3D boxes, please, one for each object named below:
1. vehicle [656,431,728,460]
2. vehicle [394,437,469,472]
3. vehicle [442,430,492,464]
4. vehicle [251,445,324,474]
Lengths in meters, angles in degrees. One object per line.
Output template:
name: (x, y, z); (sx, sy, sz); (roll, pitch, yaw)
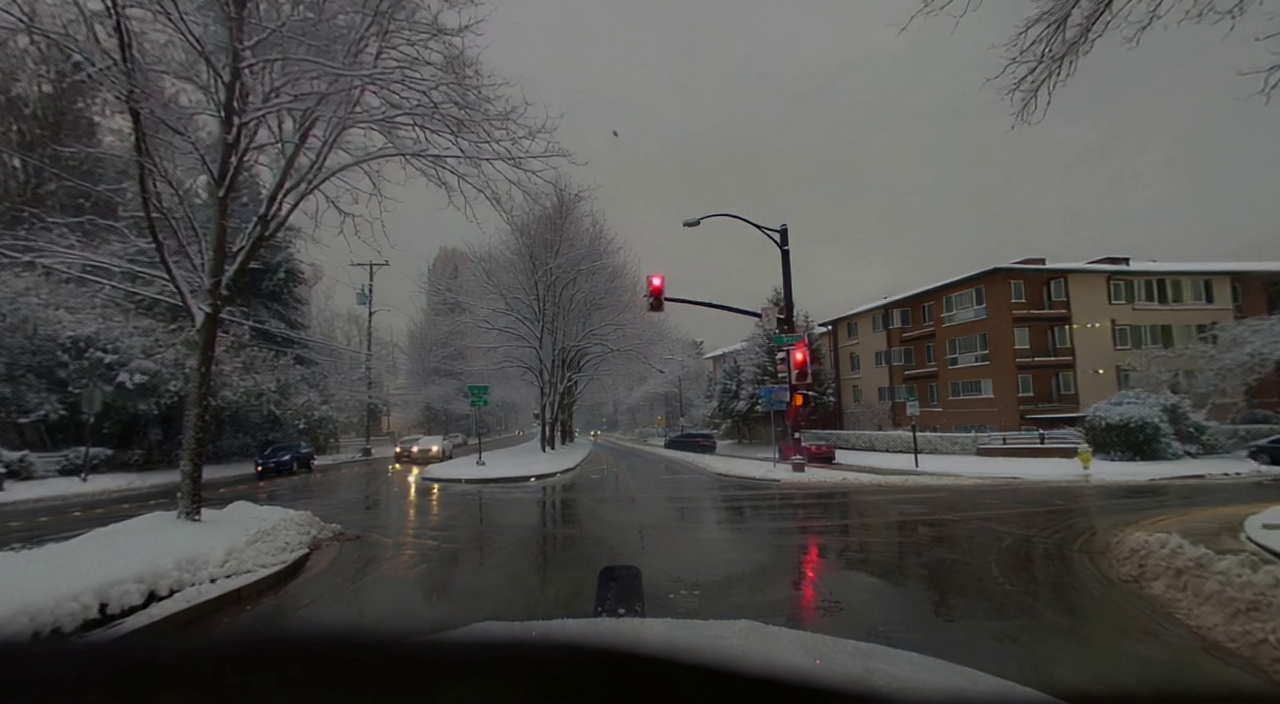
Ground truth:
vehicle: (2.911, 5.449, 36.881); (2.073, 1.571, 4.790); (4, -10, -25)
vehicle: (-9.698, 4.798, 29.774); (2.116, 1.521, 4.294); (0, -9, -1)
vehicle: (-9.804, 5.455, 36.186); (1.910, 1.818, 4.057); (0, -9, -3)
vehicle: (-21.118, 6.453, 38.092); (1.981, 1.628, 4.336); (0, -9, -1)
